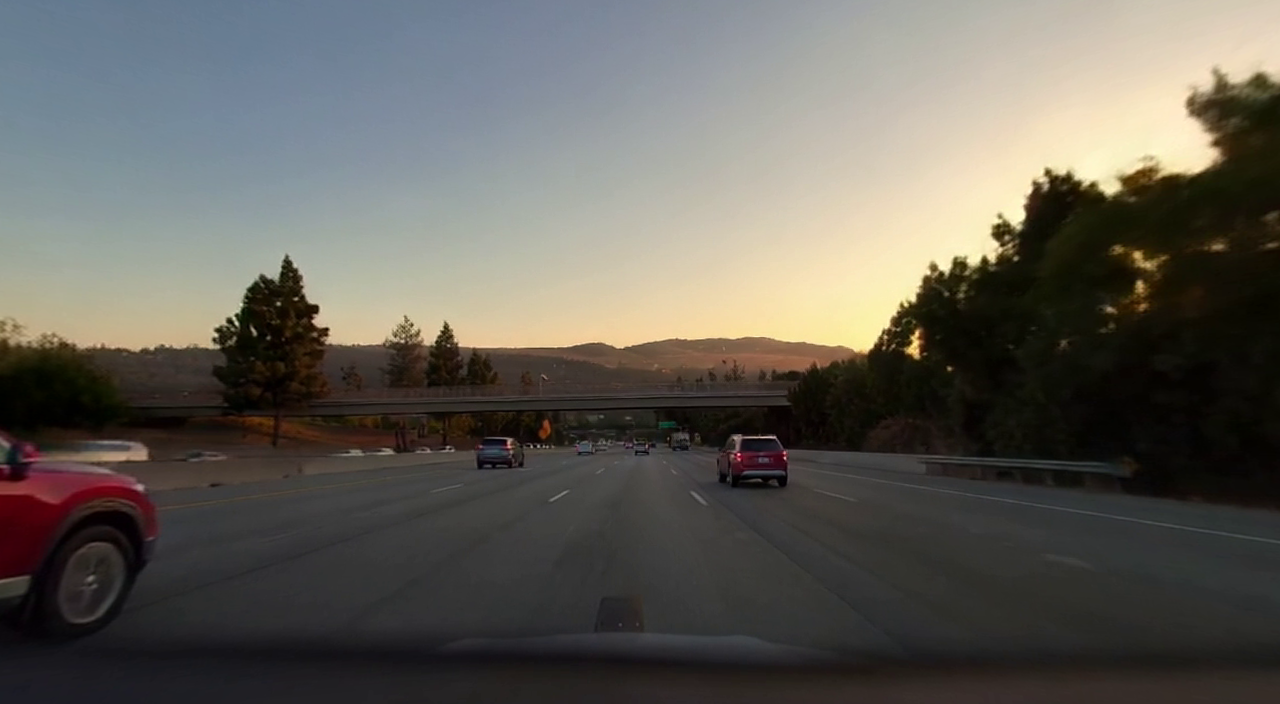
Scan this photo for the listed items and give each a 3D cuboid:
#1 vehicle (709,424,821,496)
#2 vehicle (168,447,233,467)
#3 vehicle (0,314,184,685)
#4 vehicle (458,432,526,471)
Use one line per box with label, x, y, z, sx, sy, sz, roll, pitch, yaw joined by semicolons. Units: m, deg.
vehicle;3.356;3.016;17.945;2.185;1.749;4.477;0;-8;-1
vehicle;-32.915;7.865;47.410;1.845;1.413;4.179;0;-8;0
vehicle;-4.277;0.583;2.055;2.018;1.872;4.728;0;-8;0
vehicle;-7.477;5.108;32.467;2.193;1.818;4.995;0;-8;1
